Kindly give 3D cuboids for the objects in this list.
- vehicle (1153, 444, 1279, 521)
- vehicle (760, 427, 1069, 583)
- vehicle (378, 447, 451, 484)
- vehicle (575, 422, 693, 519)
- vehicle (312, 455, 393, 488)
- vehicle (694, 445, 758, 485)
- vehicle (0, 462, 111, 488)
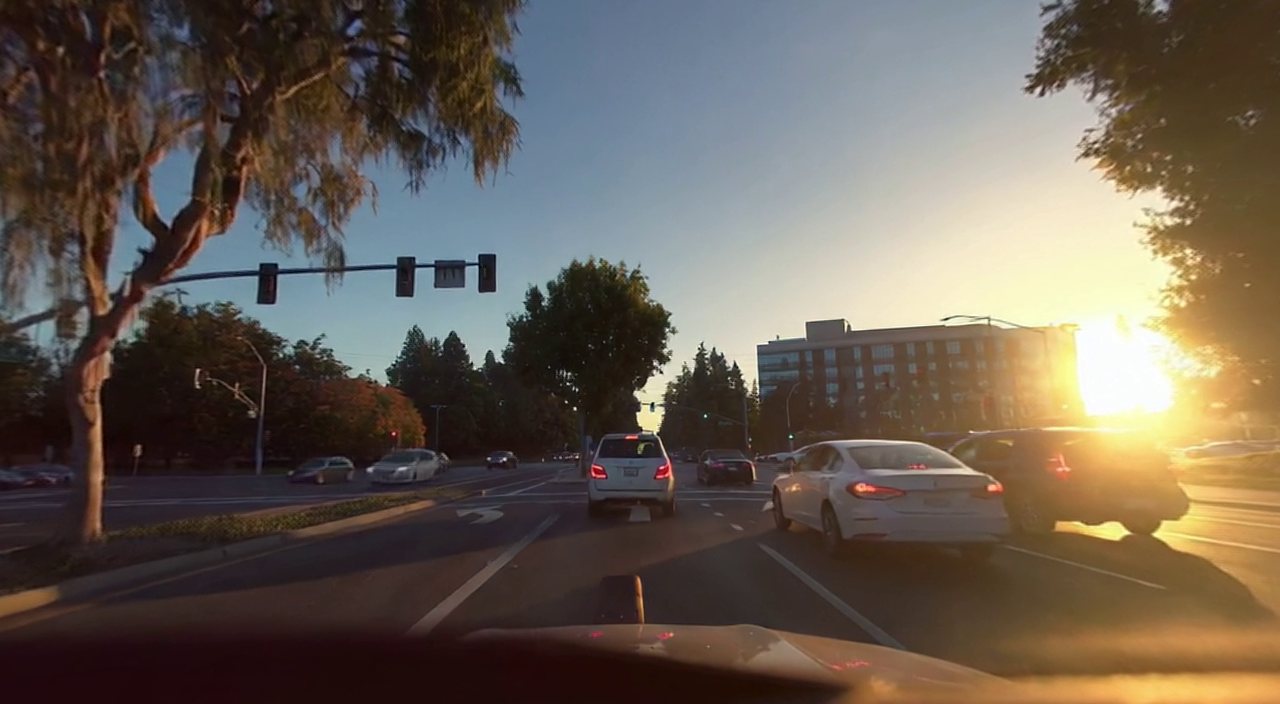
[{"bbox_3d":[14.482,2.887,14.193,2.125,1.592,4.428,0,-8,-1],"label":"vehicle"},{"bbox_3d":[3.254,1.915,8.864,2.034,1.558,4.774,0,-8,-2],"label":"vehicle"},{"bbox_3d":[-11.154,5.624,31.644,2.032,1.671,4.316,0,-8,0],"label":"vehicle"},{"bbox_3d":[-0.126,2.592,14.297,2.236,1.827,4.316,0,-8,0],"label":"vehicle"},{"bbox_3d":[-14.469,6.020,32.100,2.107,1.448,4.179,0,-8,0],"label":"vehicle"},{"bbox_3d":[3.503,4.697,26.518,2.004,1.523,4.263,0,-8,-1],"label":"vehicle"},{"bbox_3d":[-35.110,7.325,37.824,4.845,1.442,1.880,2,-9,-13],"label":"vehicle"}]
